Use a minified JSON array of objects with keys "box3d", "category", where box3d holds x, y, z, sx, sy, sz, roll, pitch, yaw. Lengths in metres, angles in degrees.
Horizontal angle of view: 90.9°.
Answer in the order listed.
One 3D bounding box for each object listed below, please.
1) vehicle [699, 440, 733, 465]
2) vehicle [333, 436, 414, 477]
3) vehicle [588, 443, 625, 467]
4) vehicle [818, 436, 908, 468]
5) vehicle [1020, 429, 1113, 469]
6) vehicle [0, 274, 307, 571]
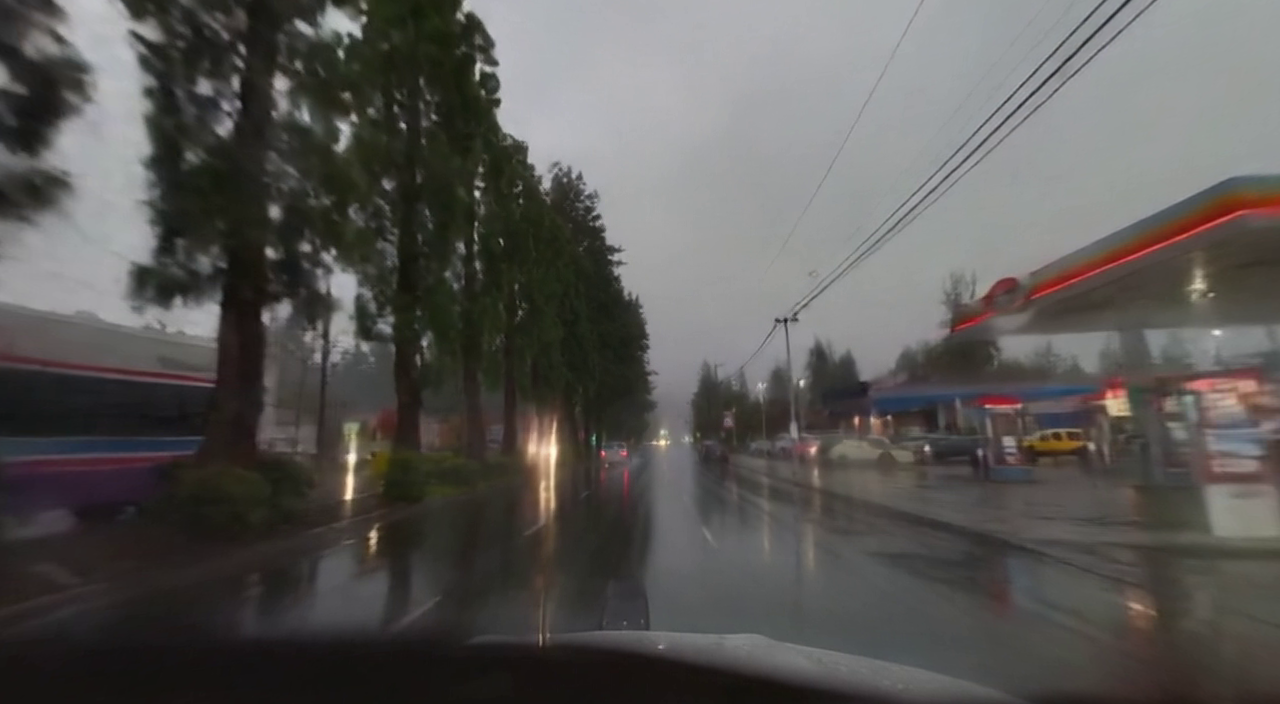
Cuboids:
[{"box3d":[5.658,7.565,47.541,2.179,1.709,4.512,0,-9,2],"category":"vehicle"},{"box3d":[-14.008,5.516,33.522,2.060,2.017,4.660,0,-9,3],"category":"vehicle"},{"box3d":[-2.007,6.411,39.264,1.959,1.406,4.272,0,-9,2],"category":"vehicle"},{"box3d":[12.769,5.738,36.293,4.454,1.776,1.891,0,-9,2],"category":"vehicle"},{"box3d":[21.599,4.984,32.206,2.060,1.865,4.542,-1,-9,8],"category":"vehicle"},{"box3d":[-8.677,0.793,6.783,3.056,3.289,13.199,-2,-8,0],"category":"vehicle"}]
